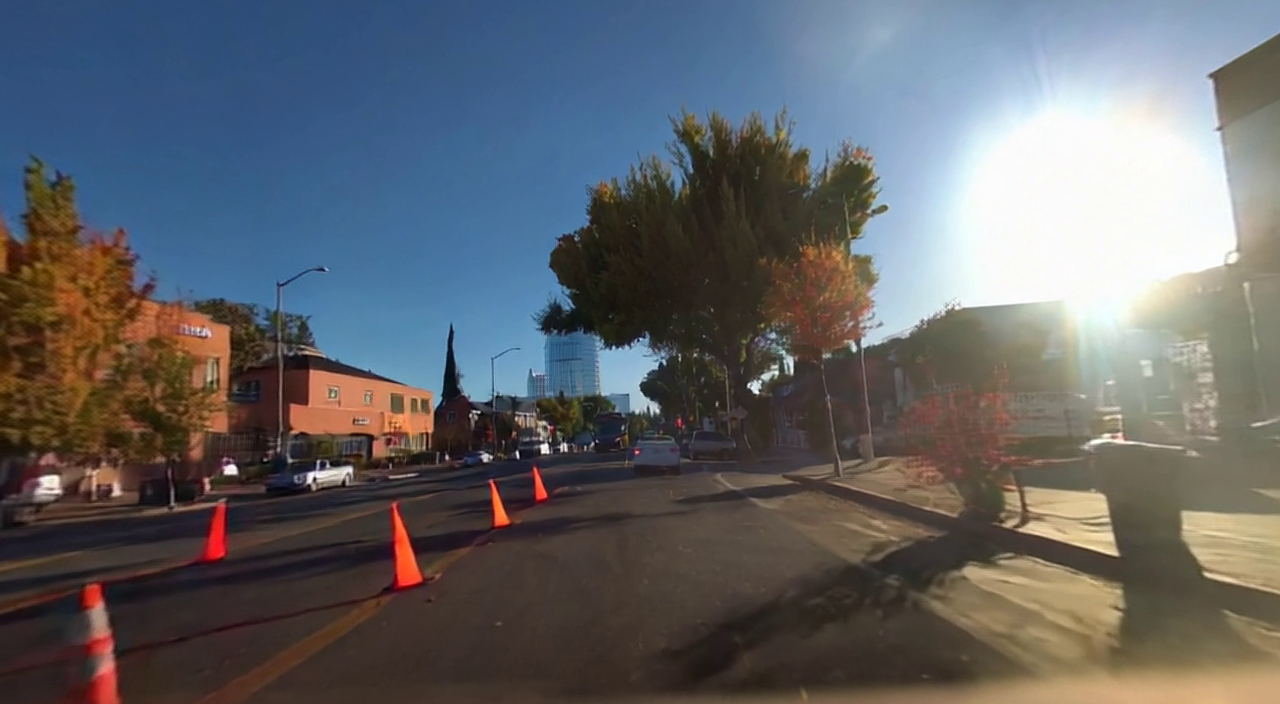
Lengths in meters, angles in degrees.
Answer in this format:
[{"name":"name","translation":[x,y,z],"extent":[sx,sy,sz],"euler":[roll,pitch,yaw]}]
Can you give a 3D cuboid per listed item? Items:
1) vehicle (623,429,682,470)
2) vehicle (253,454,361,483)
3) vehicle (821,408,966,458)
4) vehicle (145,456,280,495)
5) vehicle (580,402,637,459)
[{"name":"vehicle","translation":[0.520,3.845,25.390],"extent":[2.159,1.506,4.086],"euler":[0,-7,2]},{"name":"vehicle","translation":[-18.763,6.543,35.690],"extent":[4.952,1.510,2.115],"euler":[-1,-7,5]},{"name":"vehicle","translation":[10.200,3.288,25.708],"extent":[4.859,1.914,2.333],"euler":[0,-7,-4]},{"name":"vehicle","translation":[-19.678,5.680,29.245],"extent":[4.696,1.513,2.243],"euler":[-1,-7,3]},{"name":"vehicle","translation":[-1.828,5.312,42.931],"extent":[2.977,3.271,12.748],"euler":[0,-7,1]}]
